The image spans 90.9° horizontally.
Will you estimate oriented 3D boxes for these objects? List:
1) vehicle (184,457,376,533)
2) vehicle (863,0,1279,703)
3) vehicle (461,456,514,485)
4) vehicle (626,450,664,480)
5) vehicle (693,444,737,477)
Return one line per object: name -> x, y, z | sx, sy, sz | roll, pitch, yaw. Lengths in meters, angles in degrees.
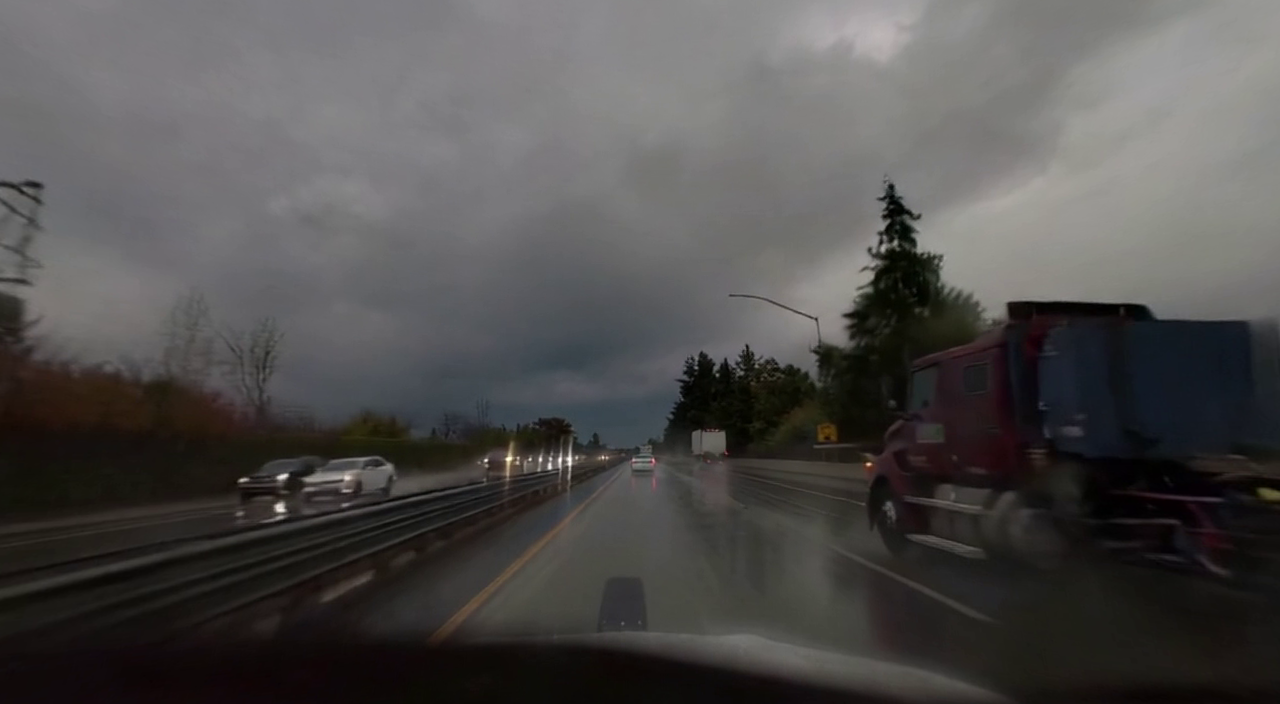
vehicle -> -8.291, 3.287, 15.139 | 1.935, 1.477, 4.537 | 0, -9, 0
vehicle -> 4.507, -0.055, 2.515 | 2.885, 3.679, 12.102 | 0, -9, 1
vehicle -> -8.230, 6.415, 34.271 | 1.873, 1.435, 3.915 | 0, -9, 0
vehicle -> 0.262, 6.082, 34.018 | 1.939, 1.495, 3.612 | 0, -9, 0
vehicle -> 4.512, 6.595, 38.463 | 2.020, 1.849, 4.051 | 0, -9, -2
